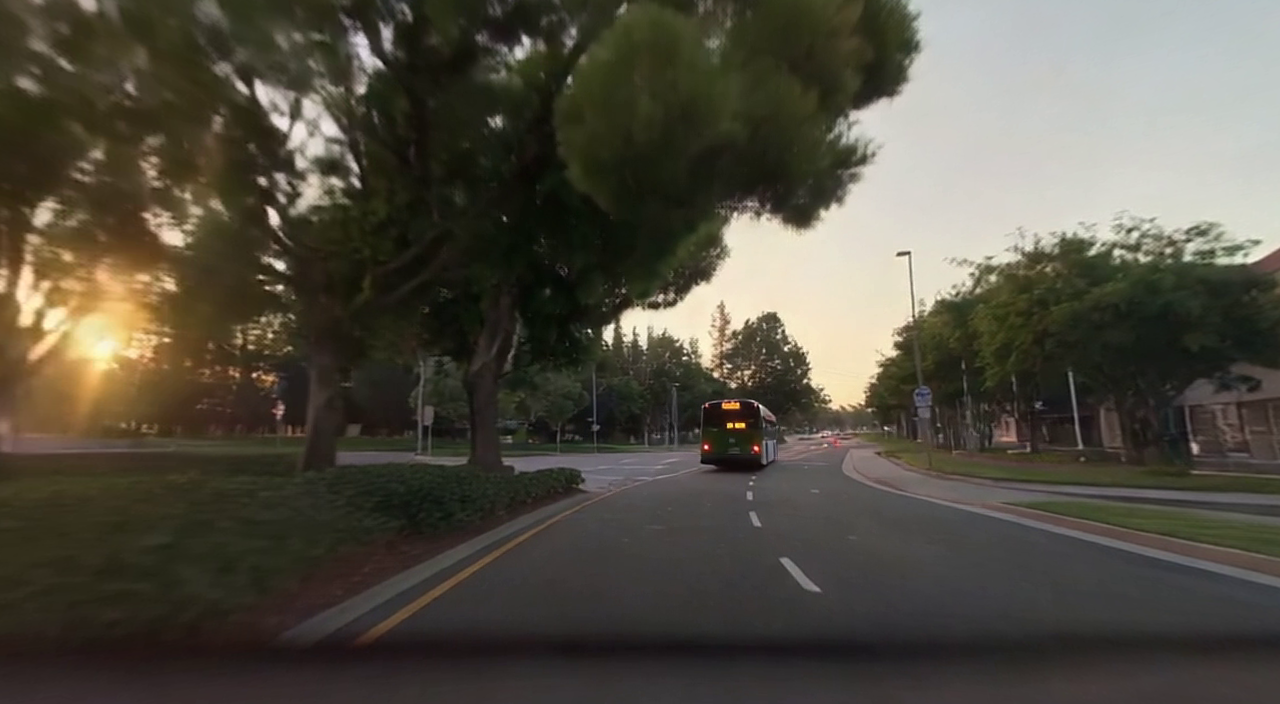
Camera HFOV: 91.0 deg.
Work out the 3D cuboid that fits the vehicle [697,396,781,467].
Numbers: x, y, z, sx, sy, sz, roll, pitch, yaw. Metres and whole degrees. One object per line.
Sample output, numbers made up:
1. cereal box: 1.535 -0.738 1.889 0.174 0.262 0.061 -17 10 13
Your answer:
1. vehicle: 6.026 4.696 36.317 3.031 3.429 11.005 -3 -9 18
